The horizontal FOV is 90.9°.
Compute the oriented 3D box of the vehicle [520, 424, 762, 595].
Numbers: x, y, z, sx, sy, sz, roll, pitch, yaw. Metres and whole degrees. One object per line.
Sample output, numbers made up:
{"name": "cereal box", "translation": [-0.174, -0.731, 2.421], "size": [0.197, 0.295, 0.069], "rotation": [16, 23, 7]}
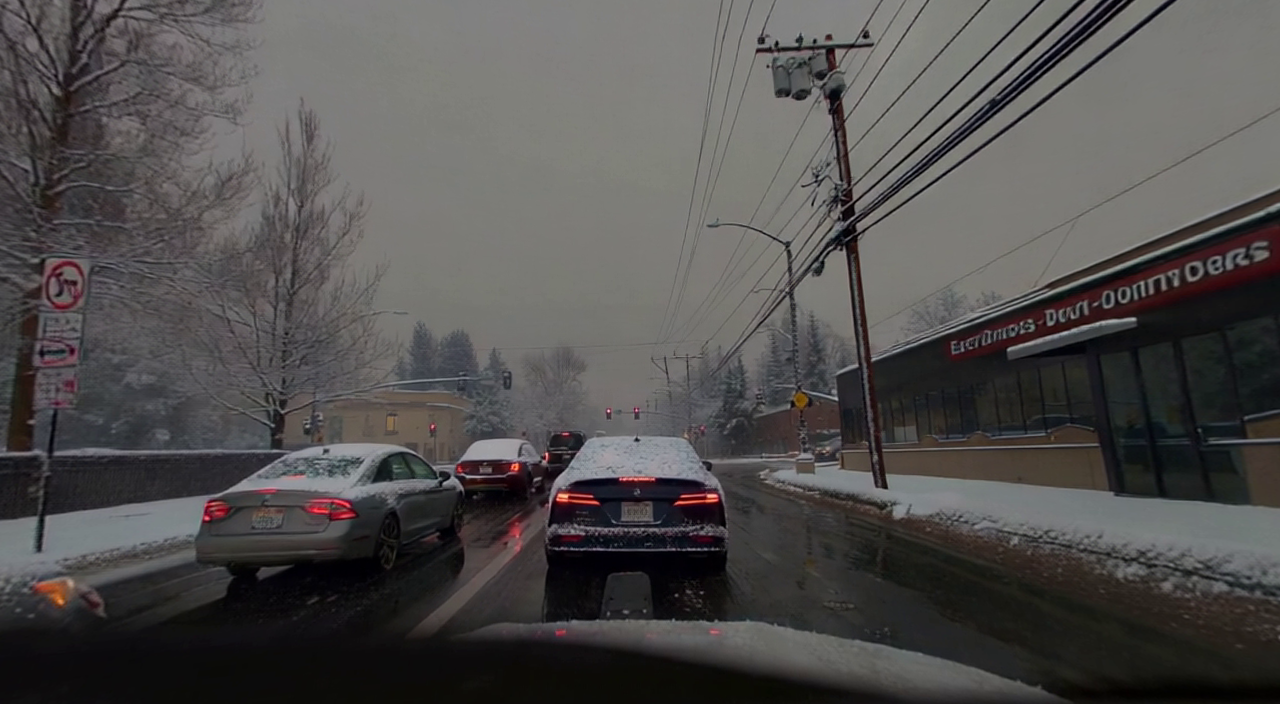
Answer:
{"name": "vehicle", "translation": [-0.009, 1.675, 7.534], "size": [2.101, 1.469, 3.955], "rotation": [0, -9, 0]}

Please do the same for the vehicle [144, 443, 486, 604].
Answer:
{"name": "vehicle", "translation": [-3.233, 1.746, 7.350], "size": [1.765, 1.319, 4.013], "rotation": [0, -9, 1]}
